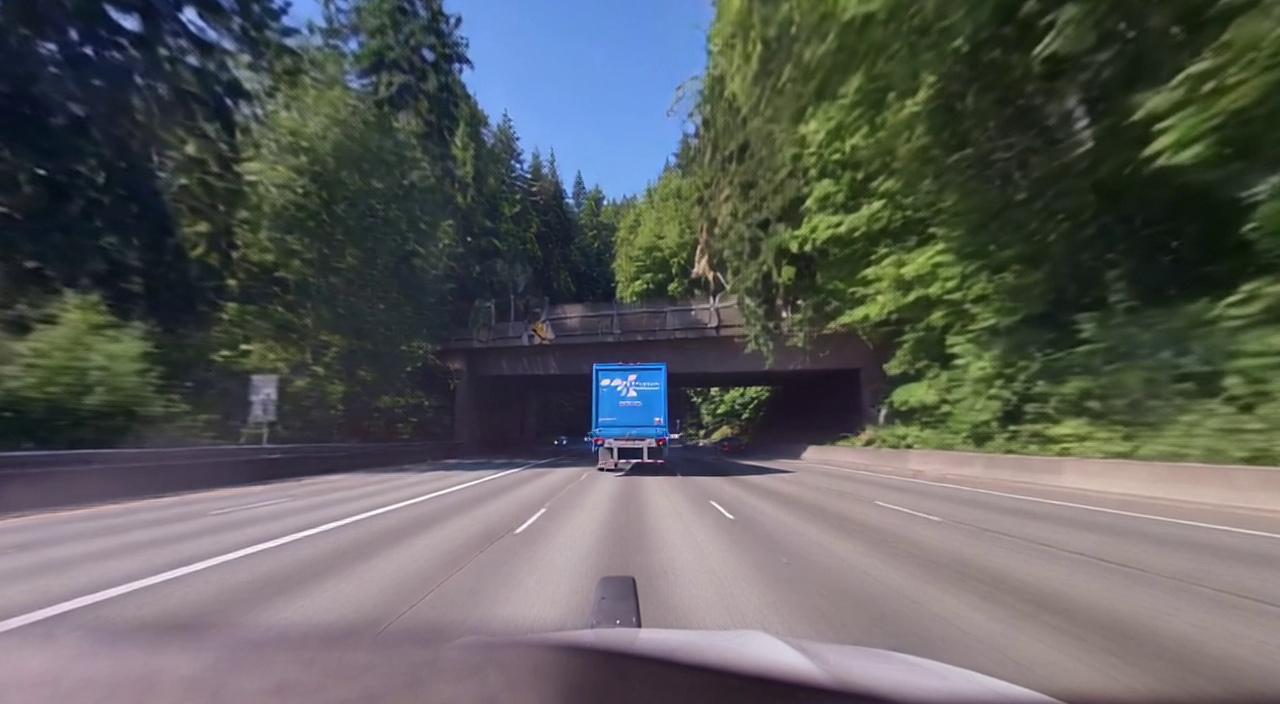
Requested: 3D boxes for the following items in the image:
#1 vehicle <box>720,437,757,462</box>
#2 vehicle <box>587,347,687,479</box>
[{"bbox_3d":[7.348,7.316,47.528,2.050,1.637,4.397,3,-7,0],"label":"vehicle"},{"bbox_3d":[-0.322,2.436,23.576,2.895,3.861,10.213,0,-8,-3],"label":"vehicle"}]
